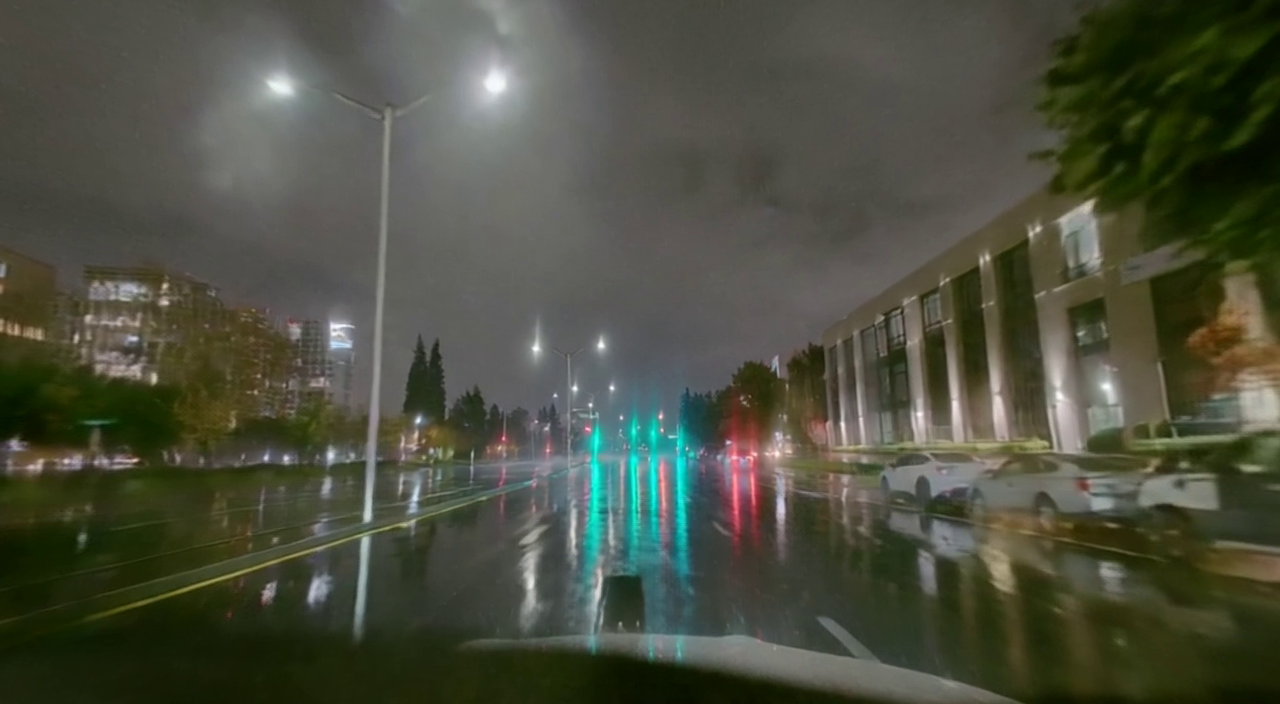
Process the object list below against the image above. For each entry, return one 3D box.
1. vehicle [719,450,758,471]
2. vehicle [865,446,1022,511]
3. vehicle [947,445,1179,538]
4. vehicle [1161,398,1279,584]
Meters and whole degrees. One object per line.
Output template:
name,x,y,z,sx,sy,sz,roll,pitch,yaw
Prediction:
vehicle,7.522,8.352,48.908,2.066,1.451,4.783,0,-8,-2
vehicle,7.853,3.275,16.925,1.913,1.465,4.446,0,-8,-1
vehicle,7.749,2.531,12.136,1.714,1.439,4.020,0,-8,1
vehicle,7.593,1.272,5.488,2.152,1.869,4.476,0,-8,-2
